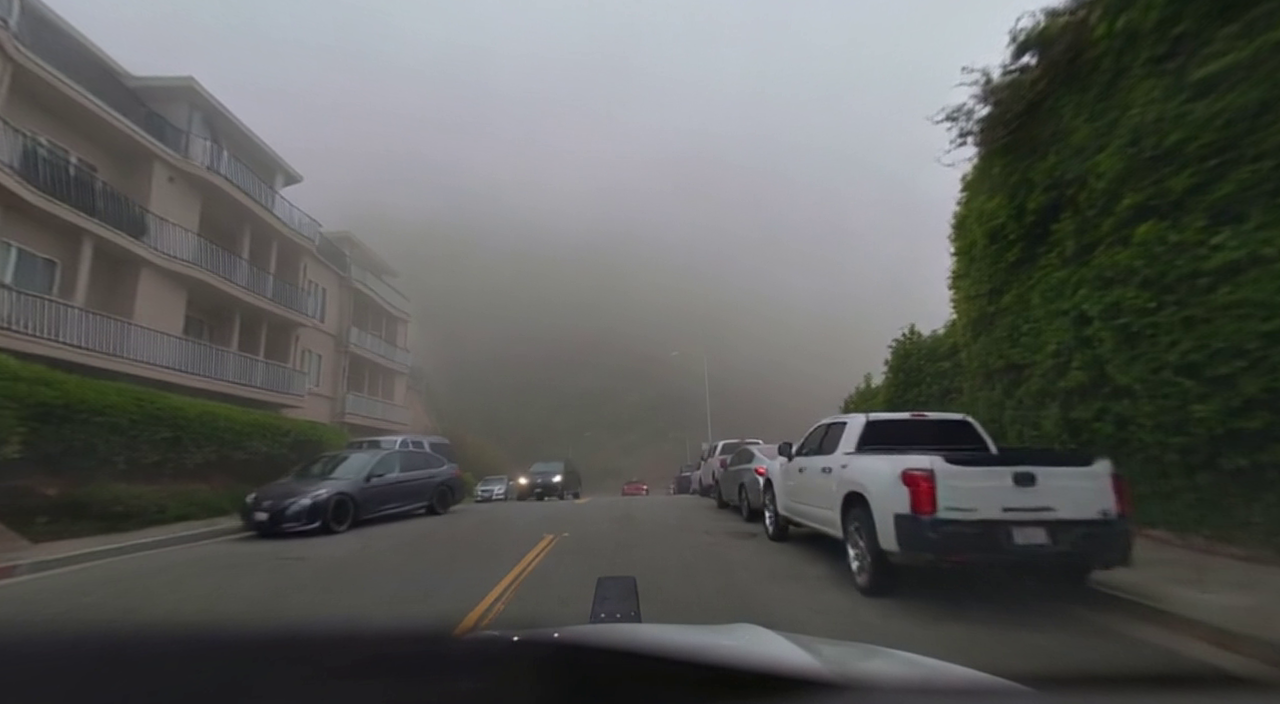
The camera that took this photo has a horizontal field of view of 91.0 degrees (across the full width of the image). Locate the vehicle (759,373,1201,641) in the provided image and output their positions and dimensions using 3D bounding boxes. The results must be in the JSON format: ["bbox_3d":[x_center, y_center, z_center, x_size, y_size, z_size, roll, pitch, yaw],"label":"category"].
[{"bbox_3d":[2.777,1.403,6.754,2.072,1.830,4.744,0,-8,0],"label":"vehicle"}]

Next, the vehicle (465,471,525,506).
[{"bbox_3d":[-6.704,6.347,29.535,1.772,1.415,4.361,1,-10,0],"label":"vehicle"}]

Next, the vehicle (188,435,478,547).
[{"bbox_3d":[-4.874,2.231,10.926,1.856,1.474,4.522,-3,-9,17],"label":"vehicle"}]

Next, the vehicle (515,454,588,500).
[{"bbox_3d":[-3.360,5.014,24.859,2.102,1.621,4.627,0,-13,1],"label":"vehicle"}]

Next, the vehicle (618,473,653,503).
[{"bbox_3d":[-0.367,9.360,43.481,2.201,1.731,3.854,0,-8,-3],"label":"vehicle"}]
